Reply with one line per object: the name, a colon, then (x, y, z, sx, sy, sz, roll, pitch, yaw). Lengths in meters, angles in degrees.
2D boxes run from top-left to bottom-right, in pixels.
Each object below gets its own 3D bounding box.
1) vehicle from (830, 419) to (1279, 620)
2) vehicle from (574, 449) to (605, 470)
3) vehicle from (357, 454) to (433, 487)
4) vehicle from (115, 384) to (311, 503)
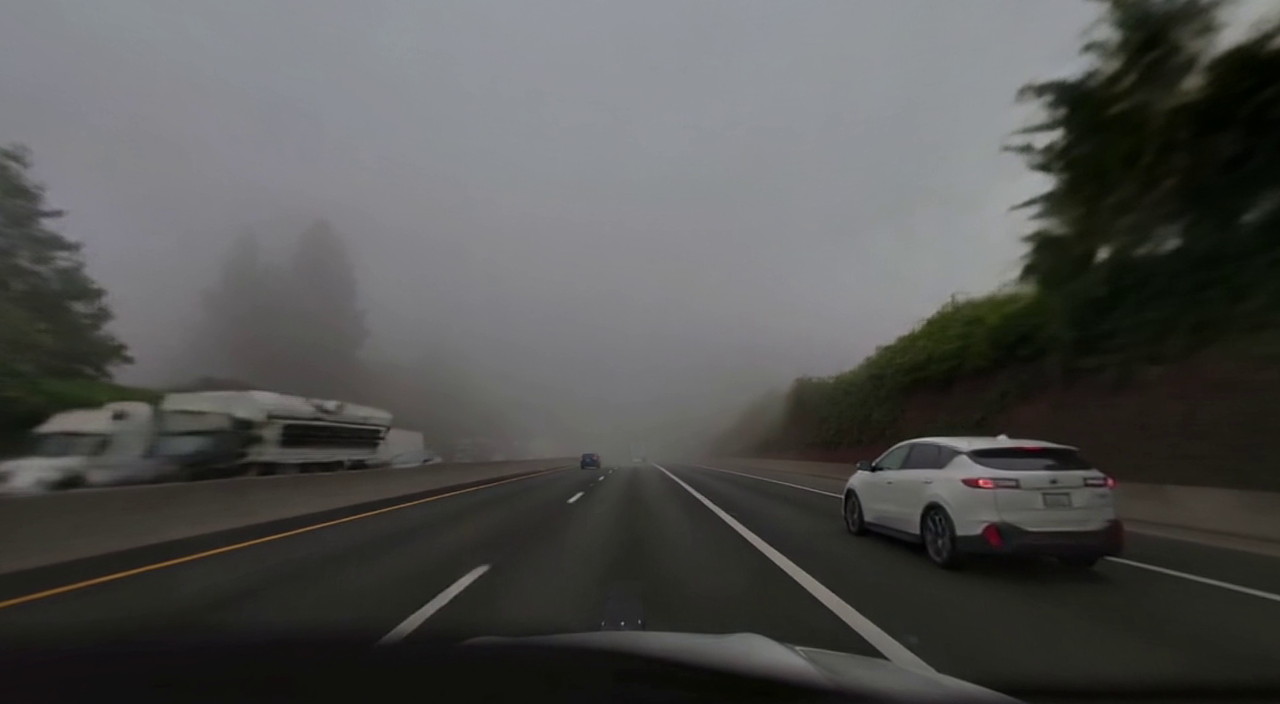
vehicle: (3.858, 1.609, 7.030, 2.053, 1.504, 4.386, 0, -9, -1)
vehicle: (-3.768, 8.059, 47.444, 1.978, 1.539, 3.924, 0, -9, 0)
vehicle: (-11.181, 5.405, 29.076, 1.820, 1.389, 4.266, 0, -9, 0)
vehicle: (-15.922, 3.519, 24.243, 2.995, 3.939, 6.212, 0, -9, 0)
